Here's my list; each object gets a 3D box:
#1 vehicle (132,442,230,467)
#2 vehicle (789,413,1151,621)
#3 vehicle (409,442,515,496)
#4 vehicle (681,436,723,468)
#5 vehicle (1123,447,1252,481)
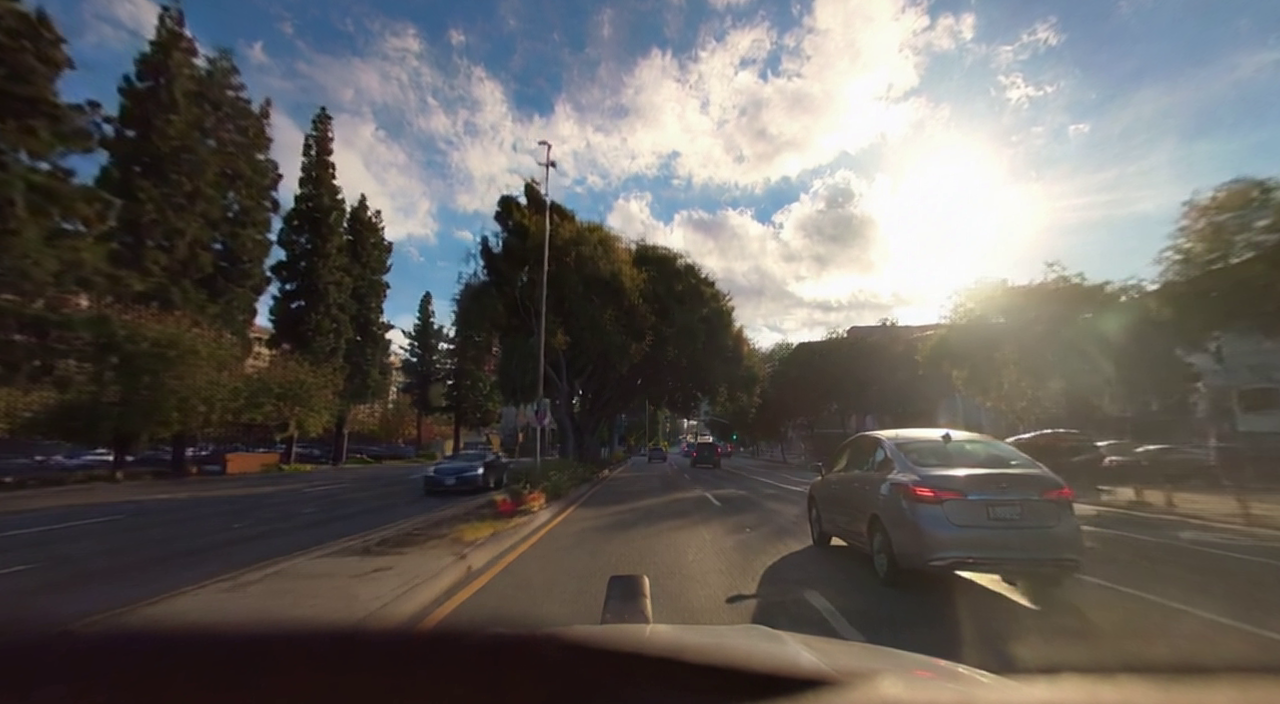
[{"bbox_3d":[-28.121,6.296,38.663,4.783,1.452,1.753,-1,-8,5],"label":"vehicle"},{"bbox_3d":[3.103,1.596,7.067,1.901,1.634,3.952,0,-8,0],"label":"vehicle"},{"bbox_3d":[-5.318,3.529,19.516,1.953,1.462,4.297,0,-8,1],"label":"vehicle"},{"bbox_3d":[3.823,6.248,39.528,2.154,1.844,4.634,0,-8,0],"label":"vehicle"},{"bbox_3d":[28.080,5.730,32.506,4.391,1.600,2.137,-2,-8,15],"label":"vehicle"}]
